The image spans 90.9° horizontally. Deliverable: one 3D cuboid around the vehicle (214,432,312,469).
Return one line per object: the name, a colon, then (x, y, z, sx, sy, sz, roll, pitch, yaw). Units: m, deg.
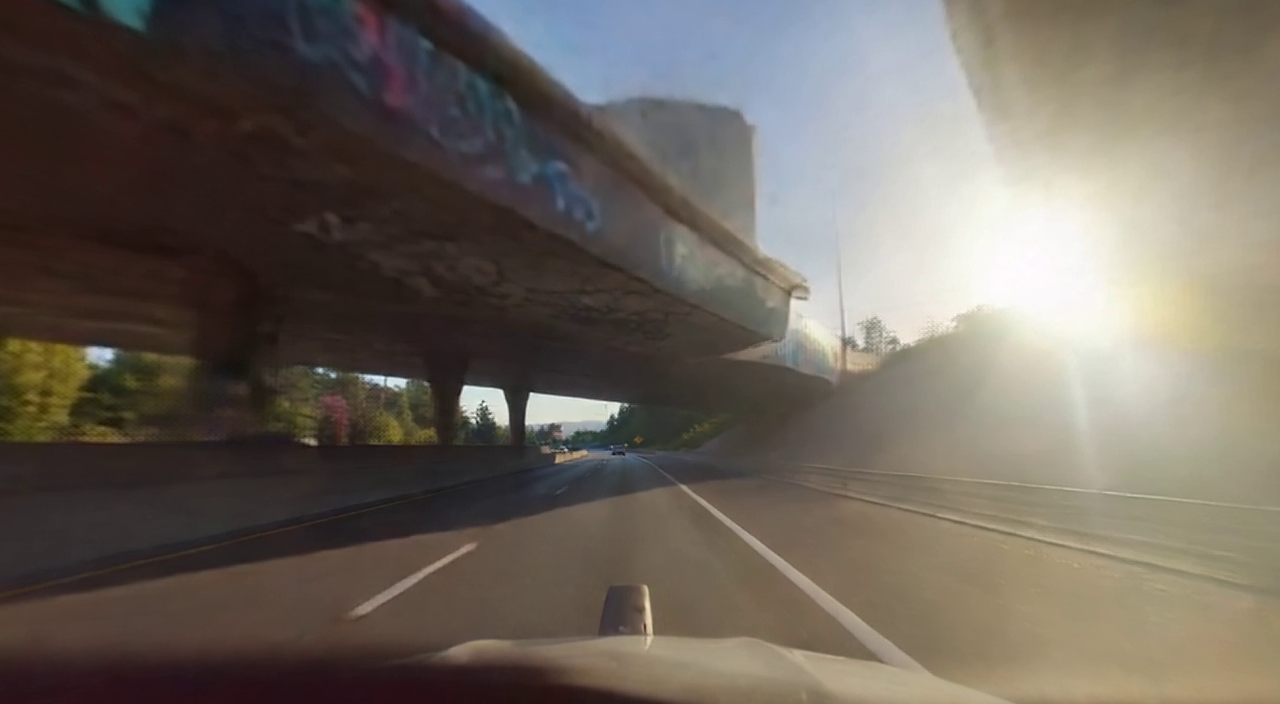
vehicle: (-19.895, 5.261, 33.586, 2.027, 1.781, 5.017, 0, -9, 1)
